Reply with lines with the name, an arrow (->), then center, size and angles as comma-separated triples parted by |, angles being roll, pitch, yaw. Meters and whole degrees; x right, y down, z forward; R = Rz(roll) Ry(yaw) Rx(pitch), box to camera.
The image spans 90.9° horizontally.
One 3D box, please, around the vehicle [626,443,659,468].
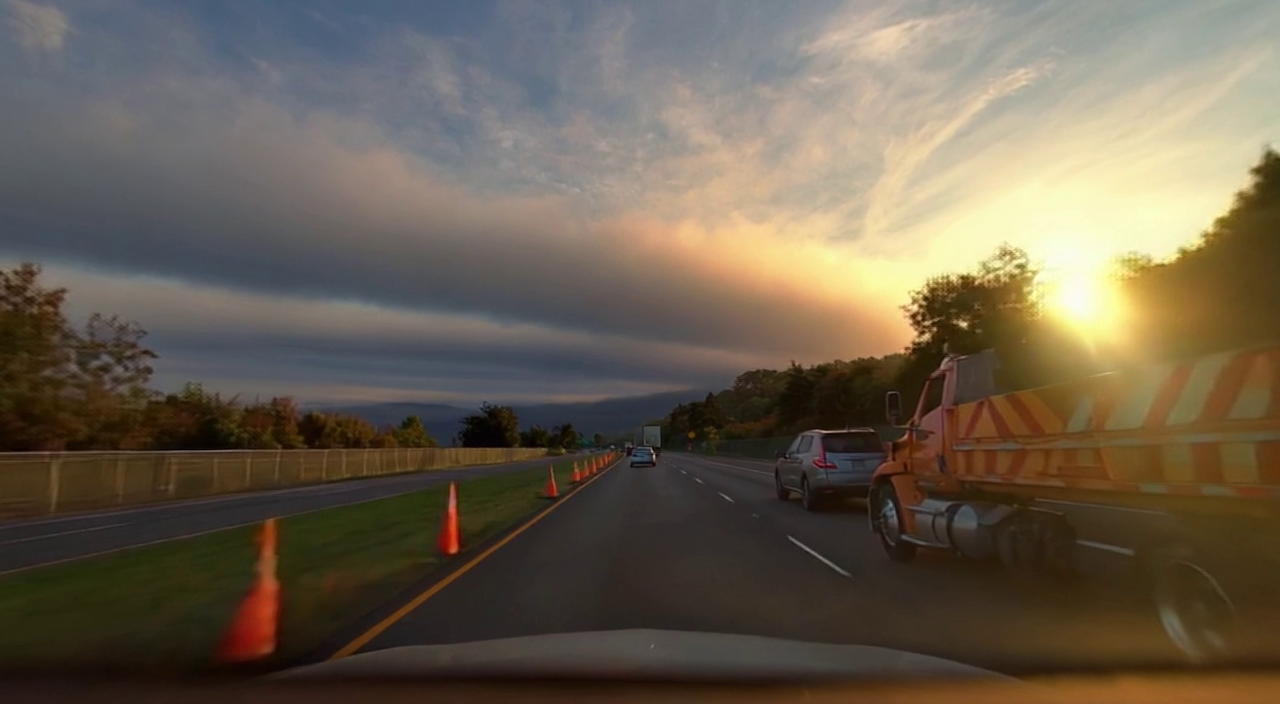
vehicle -> 0.148, 6.854, 41.964 | 2.065, 1.573, 3.734 | 0, -9, 0
